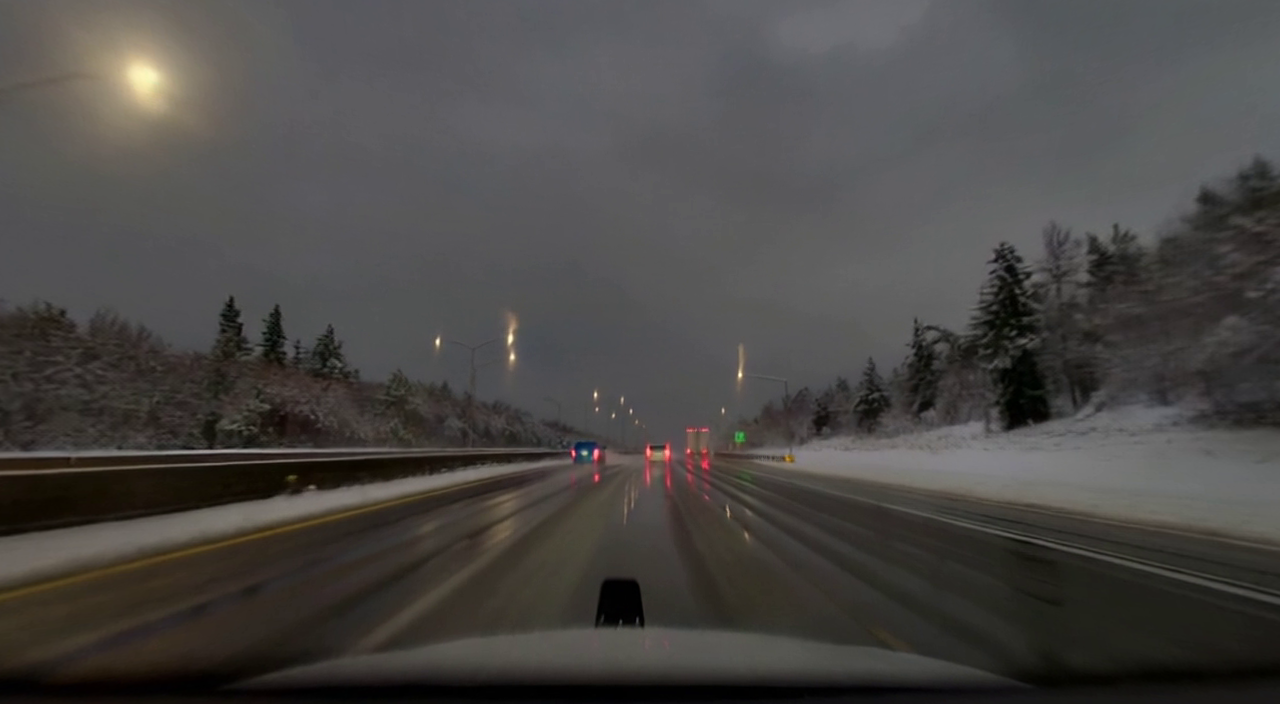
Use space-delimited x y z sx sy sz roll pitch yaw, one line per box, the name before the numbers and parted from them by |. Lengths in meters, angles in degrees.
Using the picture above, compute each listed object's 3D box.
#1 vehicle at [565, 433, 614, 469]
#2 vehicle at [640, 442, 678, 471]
vehicle | -2.832 5.746 36.591 2.264 1.901 4.647 0 -9 3
vehicle | 1.083 5.963 36.195 2.086 1.548 4.325 0 -9 1
